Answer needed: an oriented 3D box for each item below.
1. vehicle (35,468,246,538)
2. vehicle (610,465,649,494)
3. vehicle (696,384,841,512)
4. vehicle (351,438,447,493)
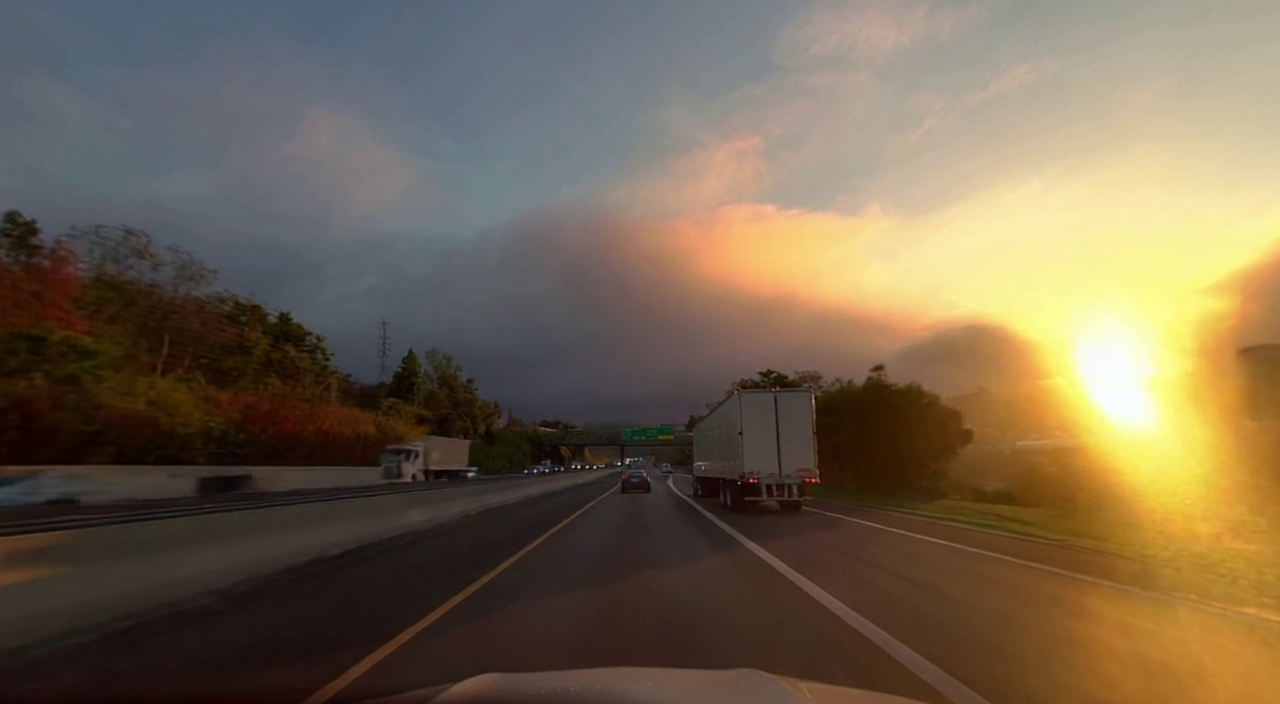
[{"bbox_3d":[-11.911,3.590,15.478,1.806,1.449,4.063,1,-10,0],"label":"vehicle"},{"bbox_3d":[-0.541,6.958,34.516,2.010,1.436,3.973,1,-10,0],"label":"vehicle"},{"bbox_3d":[4.702,4.325,27.239,3.218,4.001,14.492,1,-10,0],"label":"vehicle"},{"bbox_3d":[-15.678,7.525,41.844,2.912,3.234,8.258,1,-10,1],"label":"vehicle"}]
